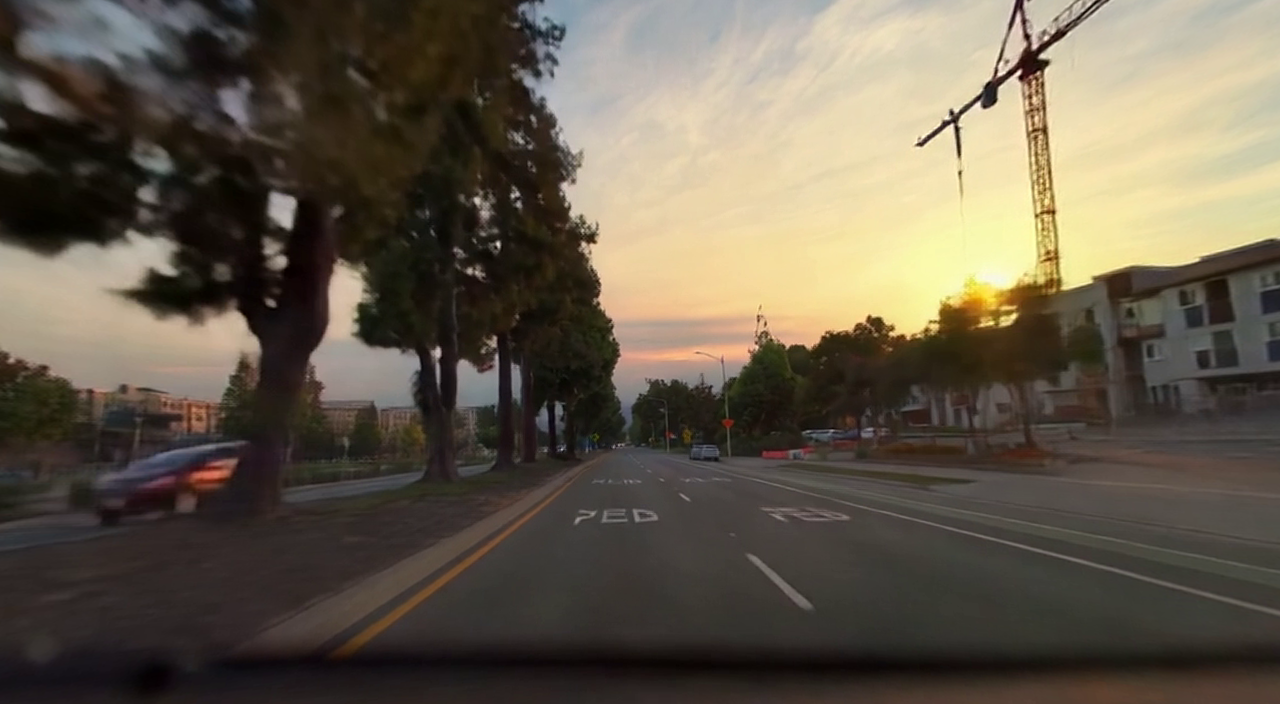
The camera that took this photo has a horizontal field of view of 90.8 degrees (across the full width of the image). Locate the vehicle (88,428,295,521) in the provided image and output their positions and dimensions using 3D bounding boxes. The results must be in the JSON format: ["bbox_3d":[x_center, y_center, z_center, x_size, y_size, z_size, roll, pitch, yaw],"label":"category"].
[{"bbox_3d":[-11.443,3.109,16.662,2.127,1.984,4.545,-3,-8,0],"label":"vehicle"}]
